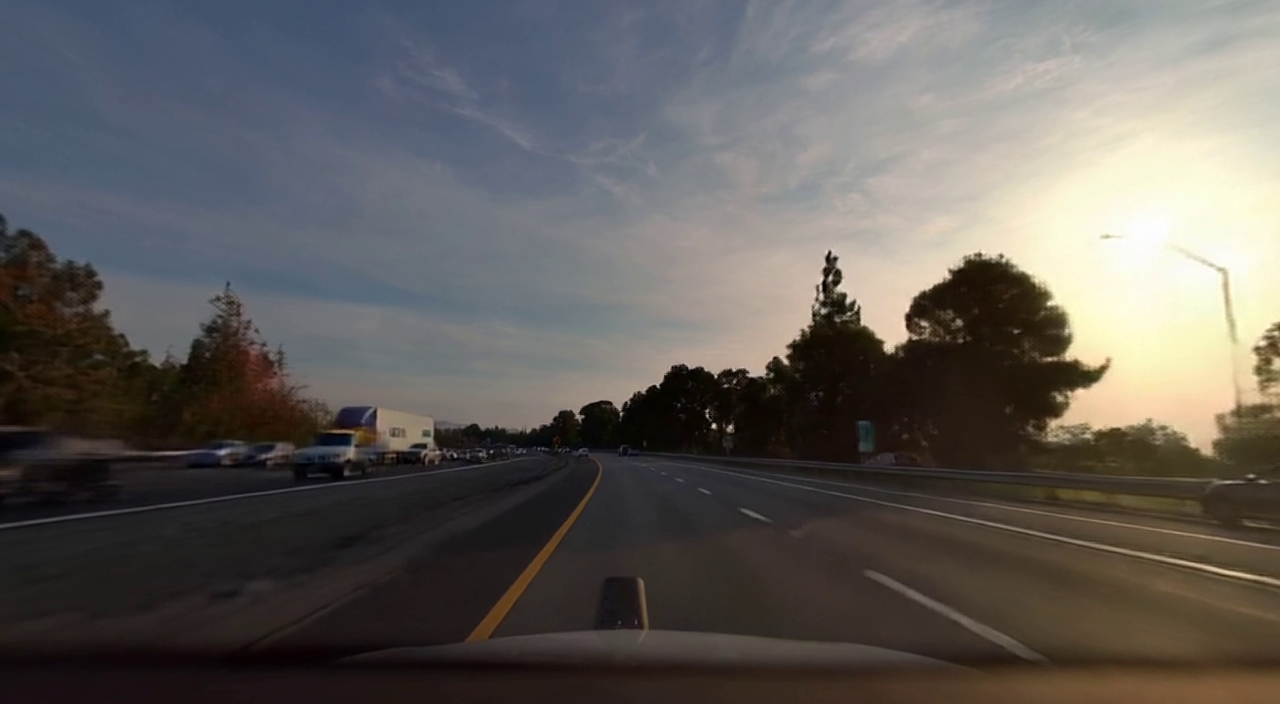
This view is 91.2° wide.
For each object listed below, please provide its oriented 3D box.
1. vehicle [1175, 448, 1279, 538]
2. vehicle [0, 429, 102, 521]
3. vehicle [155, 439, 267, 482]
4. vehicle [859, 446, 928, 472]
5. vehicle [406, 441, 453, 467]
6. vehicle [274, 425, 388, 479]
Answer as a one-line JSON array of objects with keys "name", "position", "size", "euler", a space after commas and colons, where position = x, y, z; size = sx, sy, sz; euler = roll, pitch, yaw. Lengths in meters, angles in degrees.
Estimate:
[{"name": "vehicle", "position": [12.196, 2.432, 10.701], "size": [1.941, 1.536, 4.585], "euler": [0, -9, -2]}, {"name": "vehicle", "position": [-11.185, 1.981, 10.020], "size": [1.817, 1.455, 3.867], "euler": [0, -9, -3]}, {"name": "vehicle", "position": [-17.884, 4.521, 26.411], "size": [1.887, 1.608, 4.327], "euler": [0, -9, -4]}, {"name": "vehicle", "position": [18.019, 7.618, 44.800], "size": [2.020, 1.738, 4.549], "euler": [2, -9, -17]}, {"name": "vehicle", "position": [-13.820, 6.724, 41.315], "size": [1.865, 1.583, 4.097], "euler": [0, -9, -3]}, {"name": "vehicle", "position": [-12.520, 4.105, 25.909], "size": [2.195, 1.976, 5.455], "euler": [0, -9, -4]}]
